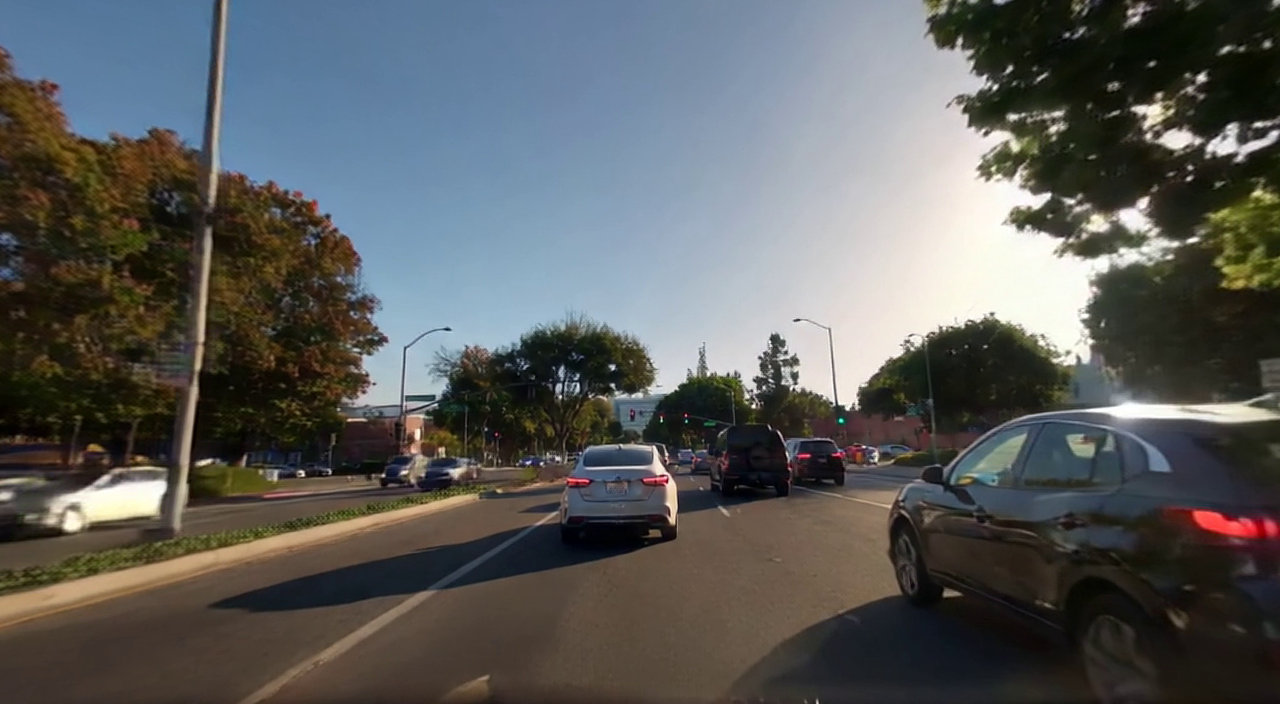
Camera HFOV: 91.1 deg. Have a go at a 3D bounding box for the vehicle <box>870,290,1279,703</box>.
[{"bbox_3d":[3.306,1.052,4.078,1.982,1.960,4.427,0,-9,1],"label":"vehicle"}]

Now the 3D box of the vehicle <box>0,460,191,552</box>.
[{"bbox_3d":[-12.709,3.273,14.026,1.926,1.598,4.509,0,-9,1],"label":"vehicle"}]

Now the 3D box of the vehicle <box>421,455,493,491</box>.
[{"bbox_3d":[-8.678,5.759,30.199,2.050,1.498,4.238,0,-9,2],"label":"vehicle"}]

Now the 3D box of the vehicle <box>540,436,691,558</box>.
[{"bbox_3d":[-0.301,2.343,10.870,2.111,1.676,4.018,0,-9,1],"label":"vehicle"}]

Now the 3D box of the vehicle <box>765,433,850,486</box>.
[{"bbox_3d":[7.709,5.014,29.620,2.627,2.252,5.236,0,-9,1],"label":"vehicle"}]

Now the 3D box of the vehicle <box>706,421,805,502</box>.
[{"bbox_3d":[3.900,3.847,22.493,2.516,2.481,5.766,0,-9,1],"label":"vehicle"}]

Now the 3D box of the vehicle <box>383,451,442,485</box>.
[{"bbox_3d":[-15.465,7.888,42.955,2.040,2.152,4.854,0,-9,2],"label":"vehicle"}]
